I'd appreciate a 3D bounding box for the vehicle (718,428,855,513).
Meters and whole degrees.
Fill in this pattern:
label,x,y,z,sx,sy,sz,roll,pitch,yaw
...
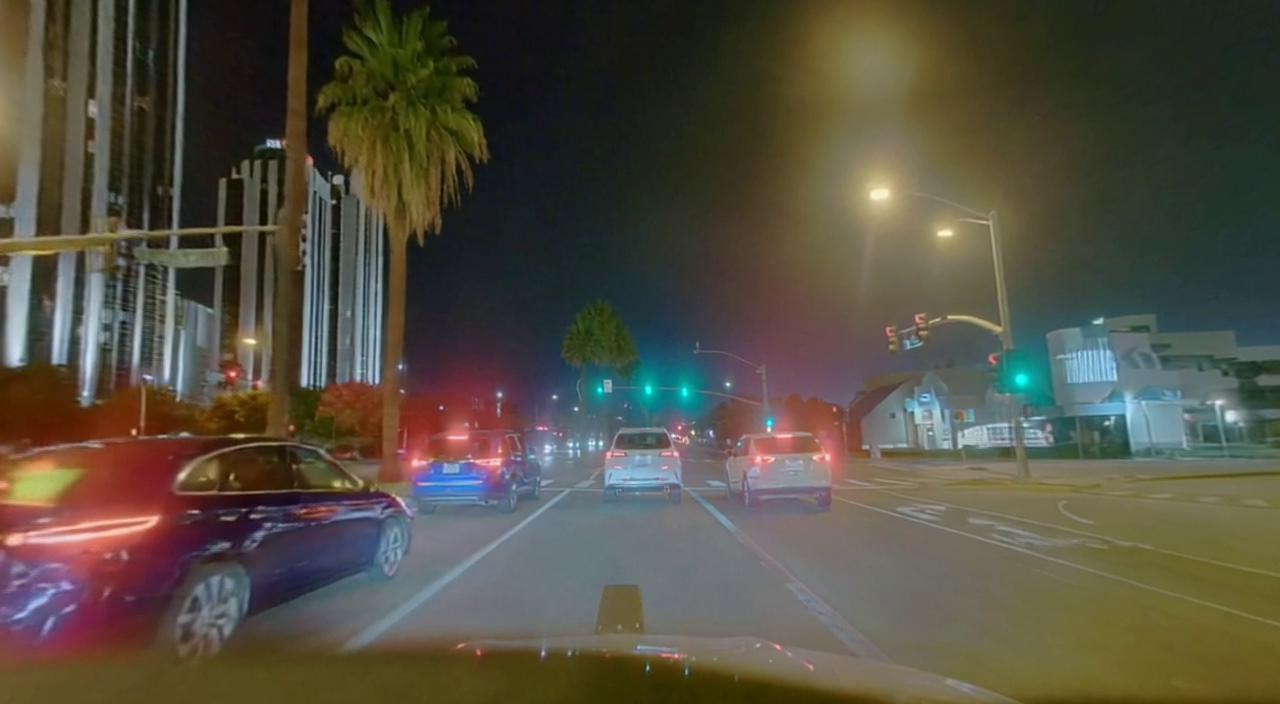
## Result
label,x,y,z,sx,sy,sz,roll,pitch,yaw
vehicle,3.006,2.510,13.854,1.936,1.567,3.896,0,-9,-2

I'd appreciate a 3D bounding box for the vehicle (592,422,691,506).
label,x,y,z,sx,sy,sz,roll,pitch,yaw
vehicle,0.039,2.669,15.437,2.060,1.730,4.257,0,-9,0

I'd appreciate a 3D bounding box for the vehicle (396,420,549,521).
label,x,y,z,sx,sy,sz,roll,pitch,yaw
vehicle,-3.177,2.338,12.923,1.938,1.713,4.048,0,-9,1

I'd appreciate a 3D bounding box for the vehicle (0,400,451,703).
label,x,y,z,sx,sy,sz,roll,pitch,yaw
vehicle,-3.218,1.291,5.007,1.962,1.480,4.605,0,-9,1
